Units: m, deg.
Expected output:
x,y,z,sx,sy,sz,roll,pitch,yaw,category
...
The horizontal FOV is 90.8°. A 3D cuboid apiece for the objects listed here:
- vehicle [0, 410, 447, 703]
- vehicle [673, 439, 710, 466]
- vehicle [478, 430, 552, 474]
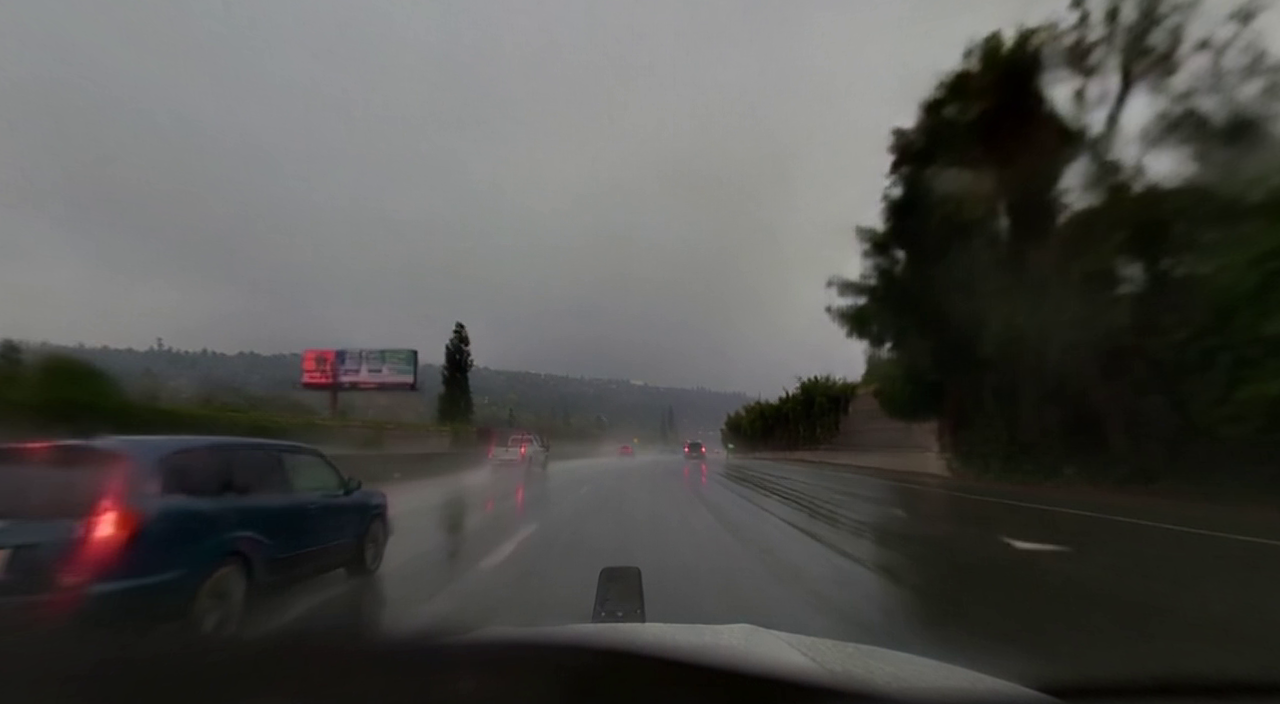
x,y,z,sx,sy,sz,roll,pitch,yaw,category
-3.215,1.297,4.615,2.192,1.482,4.454,0,-8,0,vehicle
3.617,7.240,45.497,2.211,1.814,4.404,0,-9,-1,vehicle
-6.300,5.153,32.721,2.383,2.048,5.875,-1,-9,3,vehicle
